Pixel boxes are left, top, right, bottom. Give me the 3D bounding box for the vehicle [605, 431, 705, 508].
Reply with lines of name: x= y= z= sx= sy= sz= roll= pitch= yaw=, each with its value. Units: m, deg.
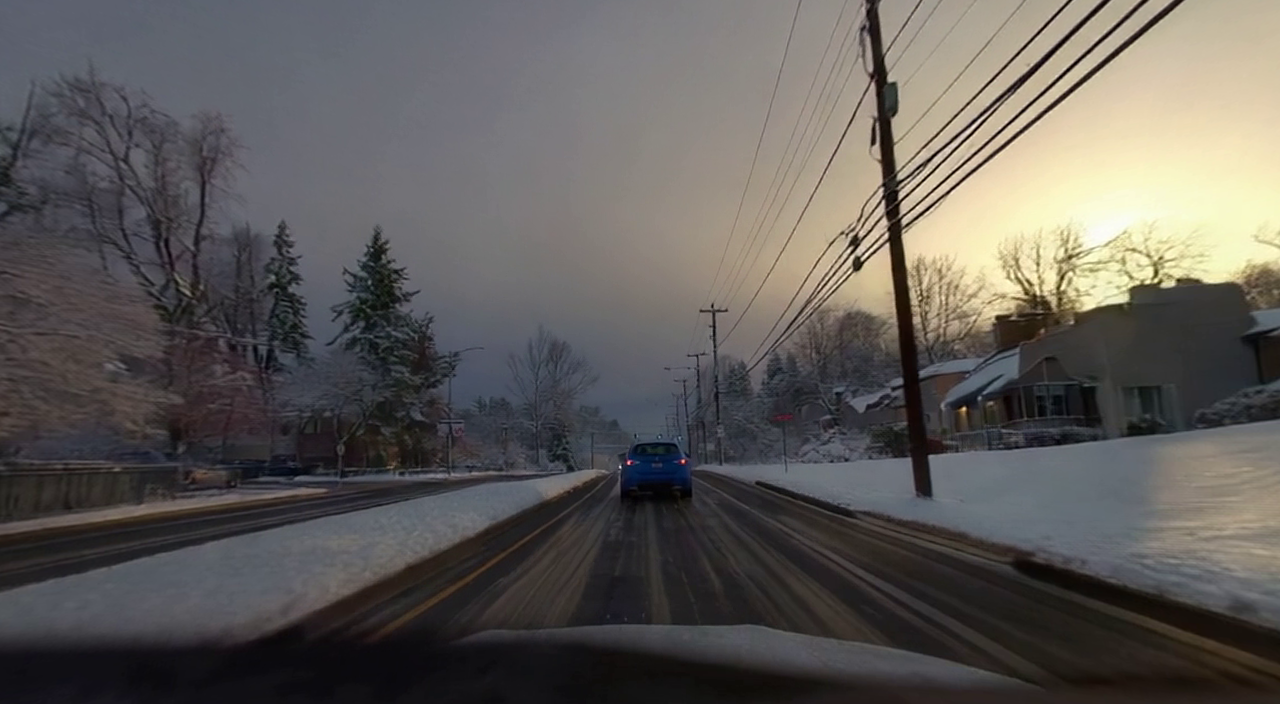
vehicle: x=0.355 y=2.901 z=16.007 sx=2.200 sy=1.653 sz=4.127 roll=0 pitch=-8 yaw=1
